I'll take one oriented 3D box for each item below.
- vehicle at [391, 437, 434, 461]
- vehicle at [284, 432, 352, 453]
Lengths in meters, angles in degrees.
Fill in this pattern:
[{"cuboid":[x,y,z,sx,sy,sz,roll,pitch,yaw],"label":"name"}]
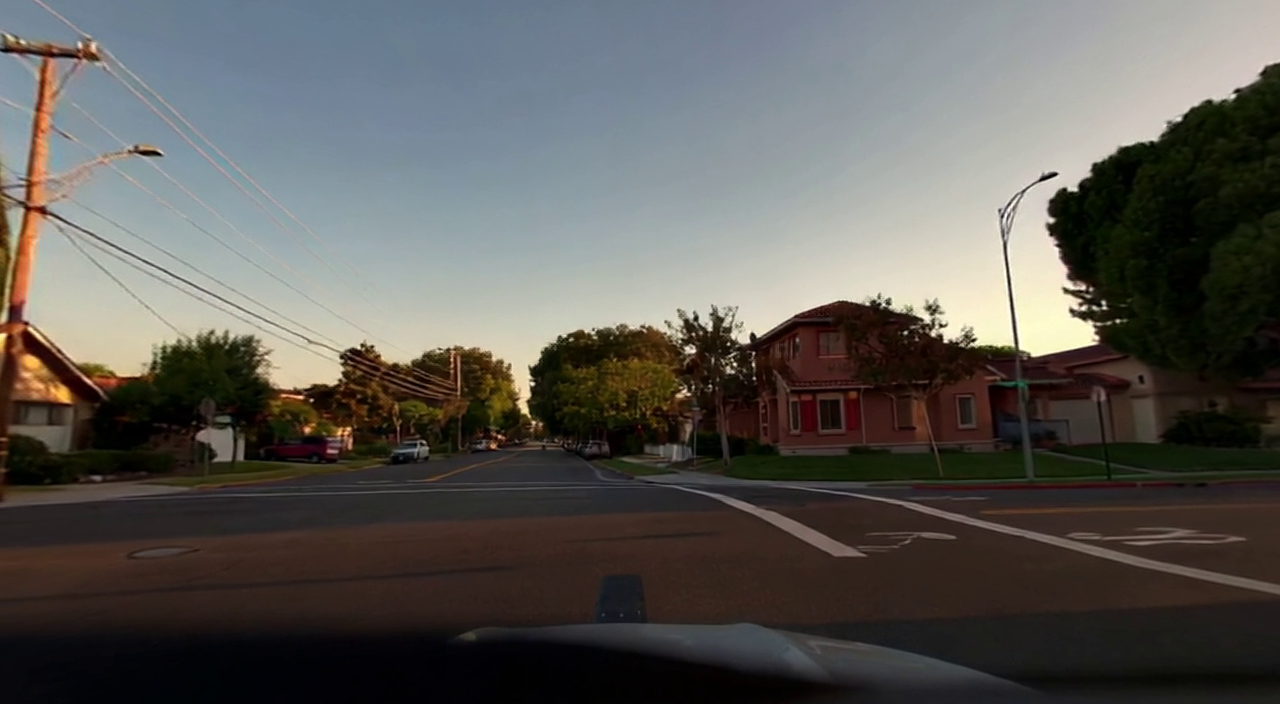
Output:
[{"cuboid":[-15.704,6.734,43.797,2.036,1.546,4.705,2,-9,-11],"label":"vehicle"},{"cuboid":[-25.174,7.102,49.490,4.288,1.656,1.791,1,-9,-6],"label":"vehicle"}]
